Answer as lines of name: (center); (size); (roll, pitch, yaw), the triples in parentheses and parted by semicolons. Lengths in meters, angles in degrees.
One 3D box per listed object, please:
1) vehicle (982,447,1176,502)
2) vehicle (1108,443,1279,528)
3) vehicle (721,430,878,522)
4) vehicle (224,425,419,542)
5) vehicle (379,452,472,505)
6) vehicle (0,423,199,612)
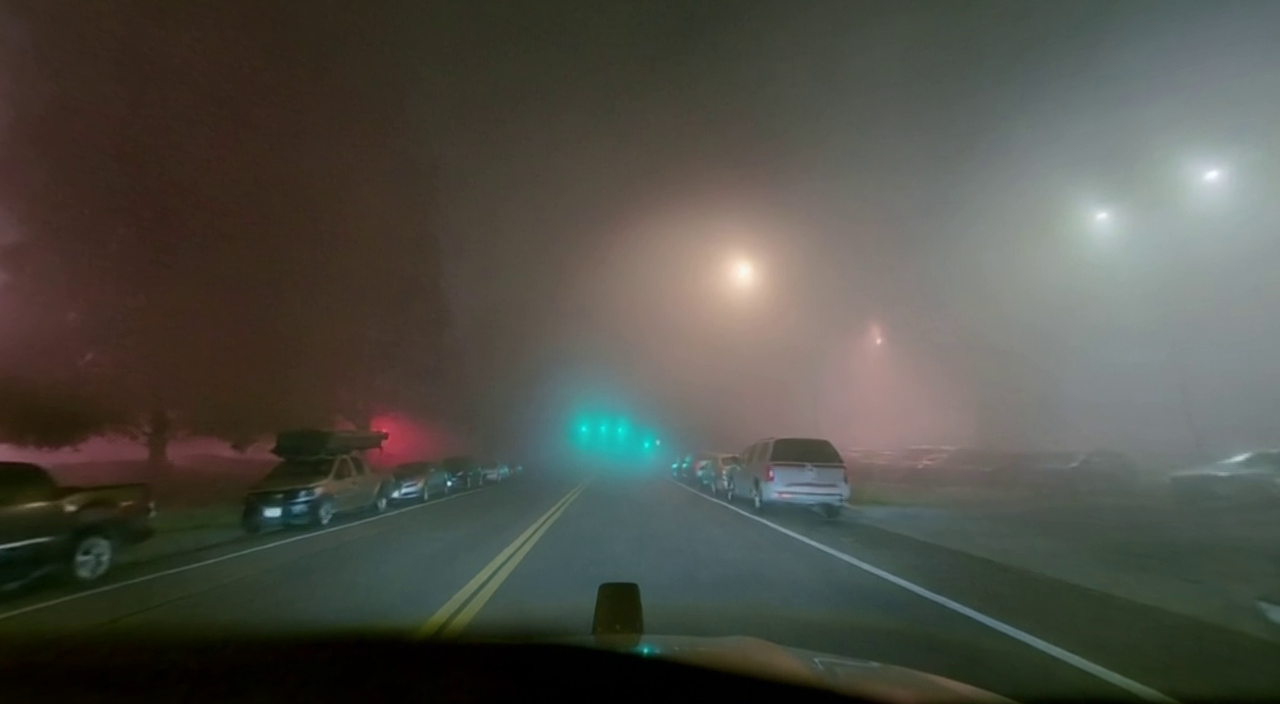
vehicle: (12.019, 3.345, 17.499); (3.965, 1.403, 1.840); (0, -9, -2)
vehicle: (12.152, 2.620, 12.459); (4.265, 1.454, 2.065); (2, -9, -3)
vehicle: (3.625, 2.958, 15.773); (2.255, 1.863, 5.629); (0, -9, -2)
vehicle: (-7.582, 3.042, 15.876); (2.382, 2.223, 5.472); (-3, -6, -4)
vehicle: (-7.846, 4.627, 23.624); (2.113, 1.486, 4.774); (-2, -7, -4)
vehicle: (-7.436, 1.709, 6.436); (2.171, 1.838, 5.344); (-1, -11, -3)
